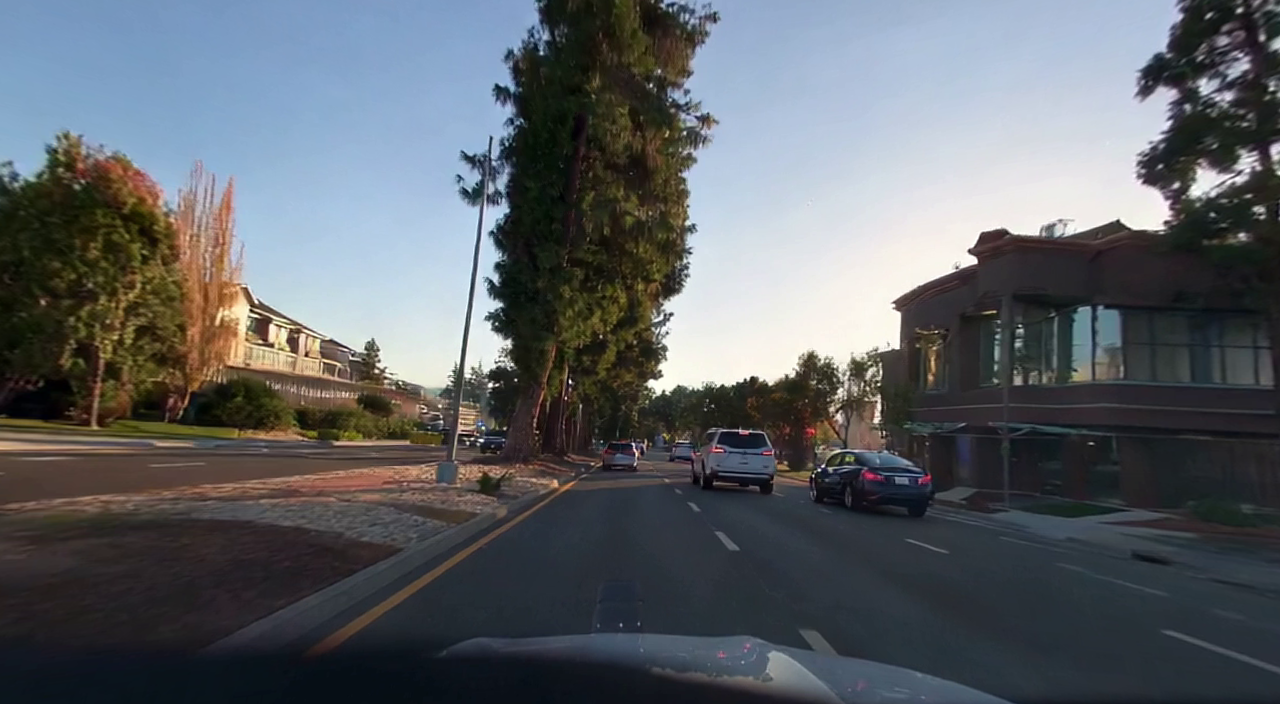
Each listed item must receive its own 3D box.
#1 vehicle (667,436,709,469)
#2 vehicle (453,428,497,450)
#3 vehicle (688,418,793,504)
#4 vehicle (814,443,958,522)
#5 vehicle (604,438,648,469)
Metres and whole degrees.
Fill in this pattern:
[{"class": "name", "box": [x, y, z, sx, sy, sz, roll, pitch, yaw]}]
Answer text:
[{"class": "vehicle", "box": [2.634, 5.636, 35.435, 1.922, 1.708, 4.126, 0, -8, -2]}, {"class": "vehicle", "box": [-12.002, 6.394, 46.238, 1.857, 1.501, 4.575, 0, -9, 1]}, {"class": "vehicle", "box": [2.667, 3.006, 17.754, 2.035, 1.940, 4.299, 4, -9, -2]}, {"class": "vehicle", "box": [6.259, 3.312, 16.687, 1.913, 1.777, 4.269, 1, -8, -2]}, {"class": "vehicle", "box": [-0.700, 5.107, 31.983, 2.119, 1.460, 3.847, 0, -8, -1]}]
